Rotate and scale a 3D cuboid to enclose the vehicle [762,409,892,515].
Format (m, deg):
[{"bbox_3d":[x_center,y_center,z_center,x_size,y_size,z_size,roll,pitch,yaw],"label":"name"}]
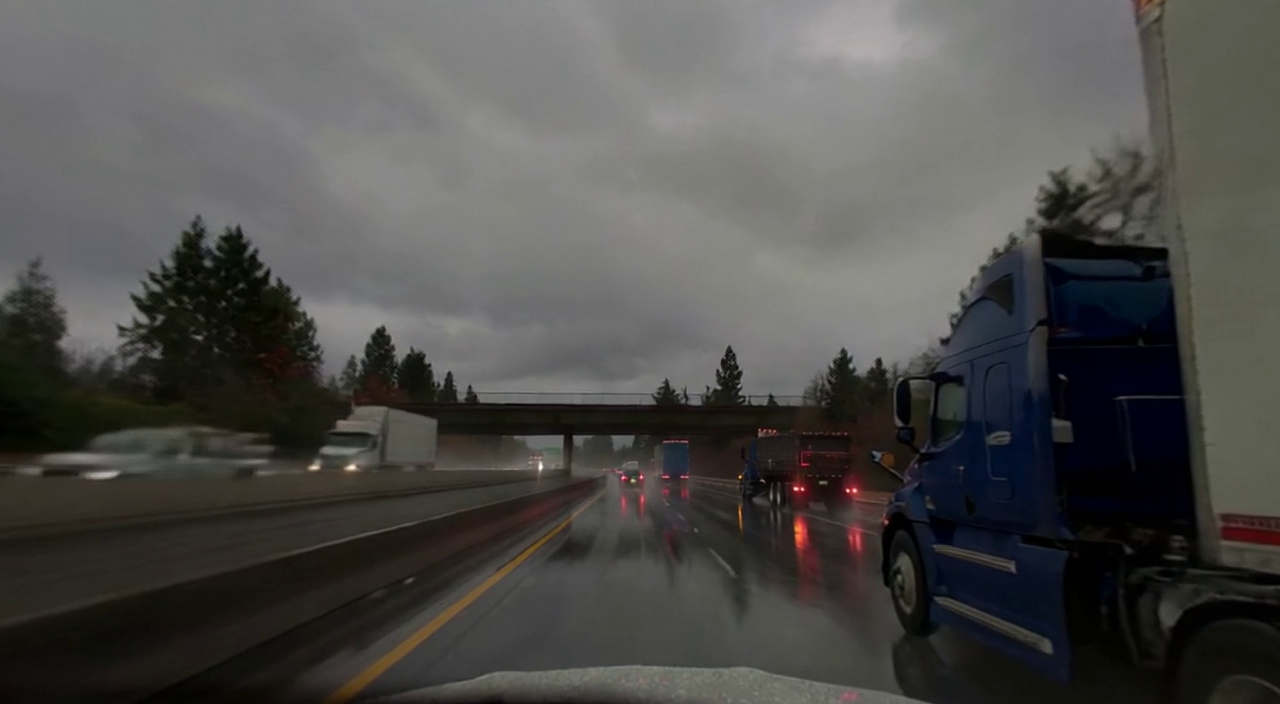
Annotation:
[{"bbox_3d":[7.413,4.639,26.393,2.839,3.684,8.091,1,-11,-1],"label":"vehicle"}]

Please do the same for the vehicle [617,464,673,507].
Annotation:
[{"bbox_3d":[0.164,5.294,25.185,2.067,1.552,3.601,1,-11,0],"label":"vehicle"}]

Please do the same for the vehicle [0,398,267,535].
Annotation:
[{"bbox_3d":[-8.568,1.851,10.246,1.963,1.668,4.888,1,-11,0],"label":"vehicle"}]

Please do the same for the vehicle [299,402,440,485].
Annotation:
[{"bbox_3d":[-13.196,4.806,31.978,2.965,3.557,9.170,1,-11,0],"label":"vehicle"}]
